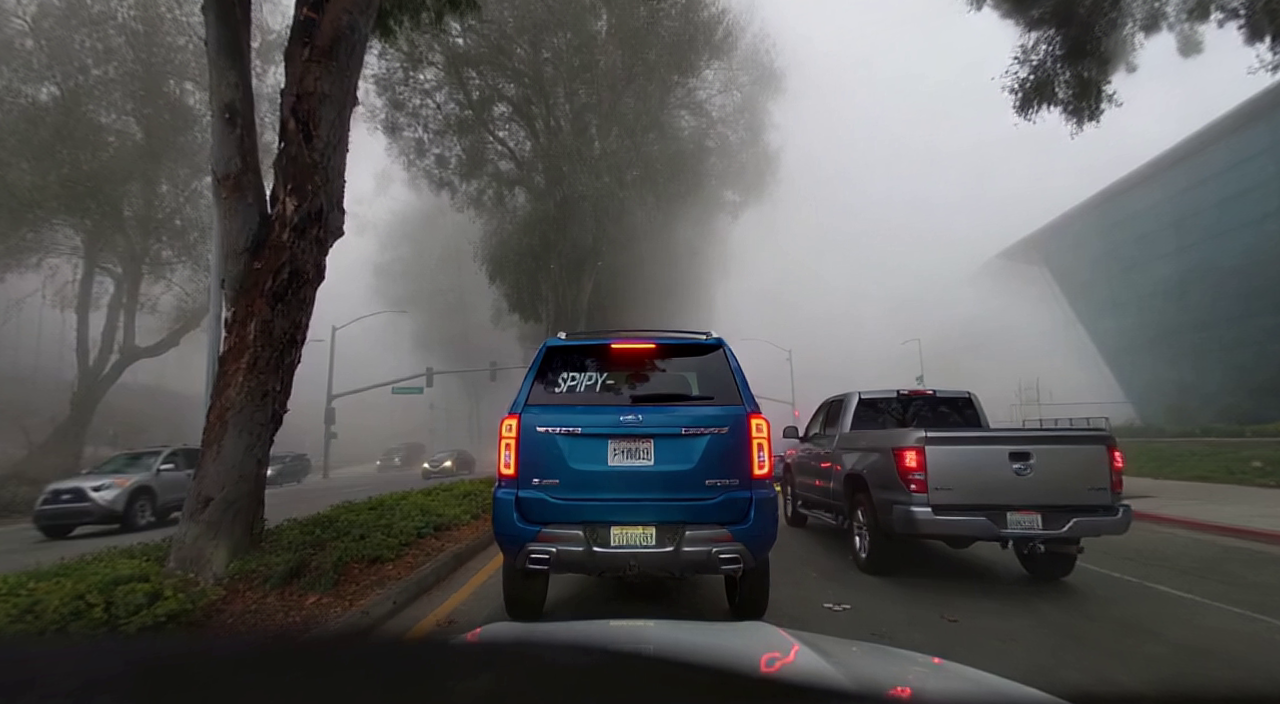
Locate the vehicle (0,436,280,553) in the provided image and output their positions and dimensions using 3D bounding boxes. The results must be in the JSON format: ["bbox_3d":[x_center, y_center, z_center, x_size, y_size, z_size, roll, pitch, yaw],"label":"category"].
[{"bbox_3d":[-11.591,3.250,15.469,2.362,2.052,6.109,-4,-8,-4],"label":"vehicle"}]

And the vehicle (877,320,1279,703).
[{"bbox_3d":[3.086,0.985,3.470,2.022,1.700,4.410,0,-8,3],"label":"vehicle"}]

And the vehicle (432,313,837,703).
[{"bbox_3d":[0.025,1.264,5.832,2.267,2.372,4.366,0,-8,2],"label":"vehicle"}]
